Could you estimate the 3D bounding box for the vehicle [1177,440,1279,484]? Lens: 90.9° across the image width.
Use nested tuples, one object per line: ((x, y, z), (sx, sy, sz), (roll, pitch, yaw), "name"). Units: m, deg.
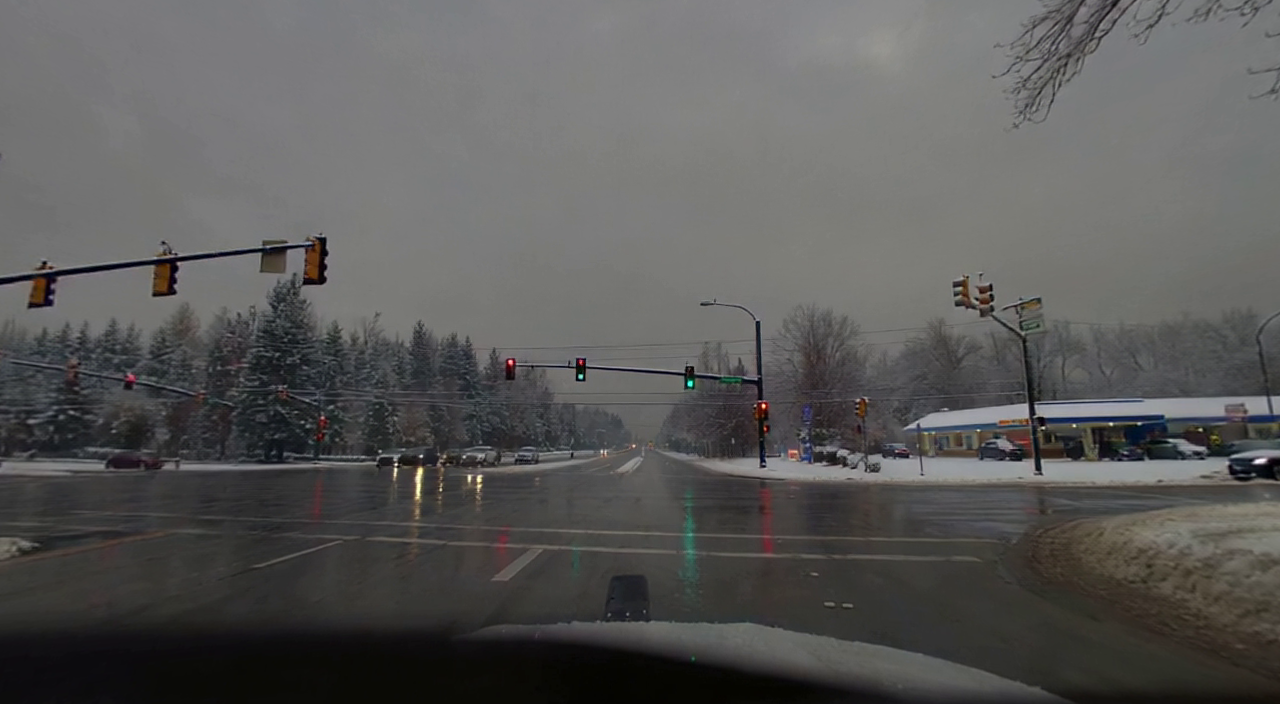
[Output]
((22.091, 3.783, 21.841), (4.716, 1.455, 2.060), (-3, -9, 17), "vehicle")
